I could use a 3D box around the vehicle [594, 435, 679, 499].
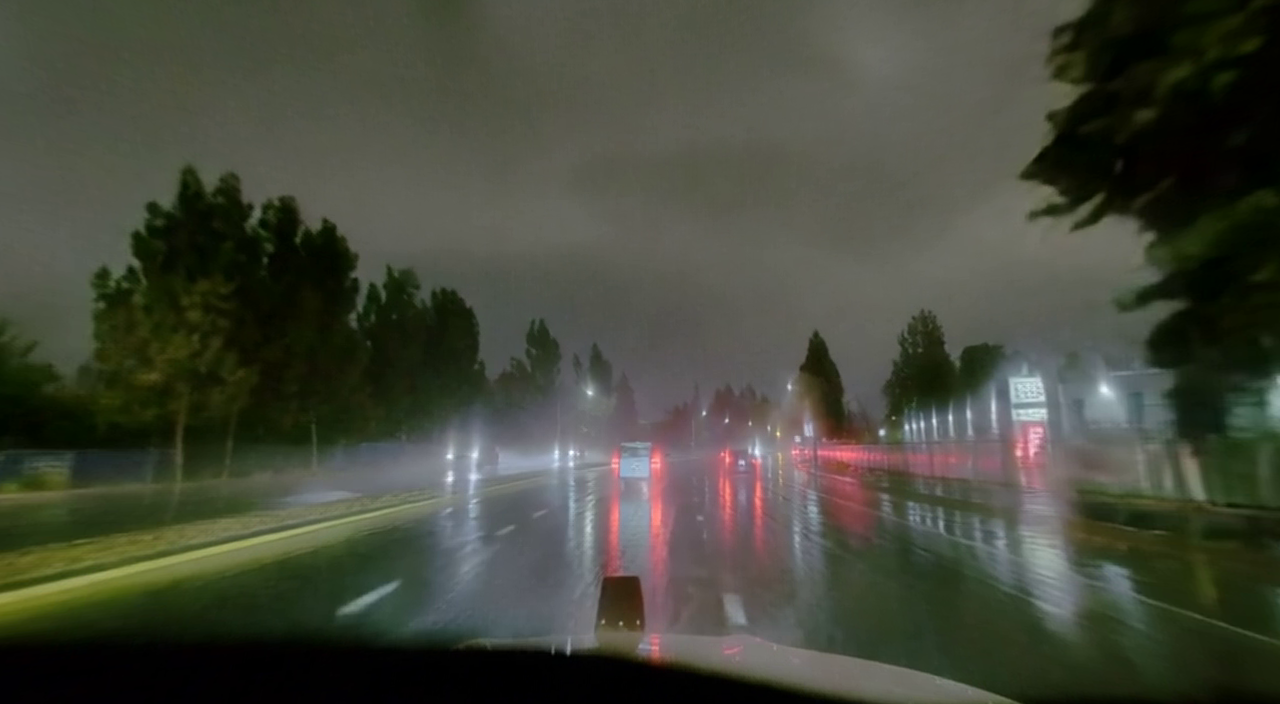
[{"bbox_3d":[0.035,3.396,19.089,2.105,1.676,4.541,-1,-9,5],"label":"vehicle"}]

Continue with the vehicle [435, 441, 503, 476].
[{"bbox_3d":[-9.437,5.925,35.258,2.034,1.791,4.582,-1,-9,7],"label":"vehicle"}]

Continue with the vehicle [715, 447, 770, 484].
[{"bbox_3d":[4.399,4.893,27.675,2.147,1.474,4.083,-1,-9,6],"label":"vehicle"}]
